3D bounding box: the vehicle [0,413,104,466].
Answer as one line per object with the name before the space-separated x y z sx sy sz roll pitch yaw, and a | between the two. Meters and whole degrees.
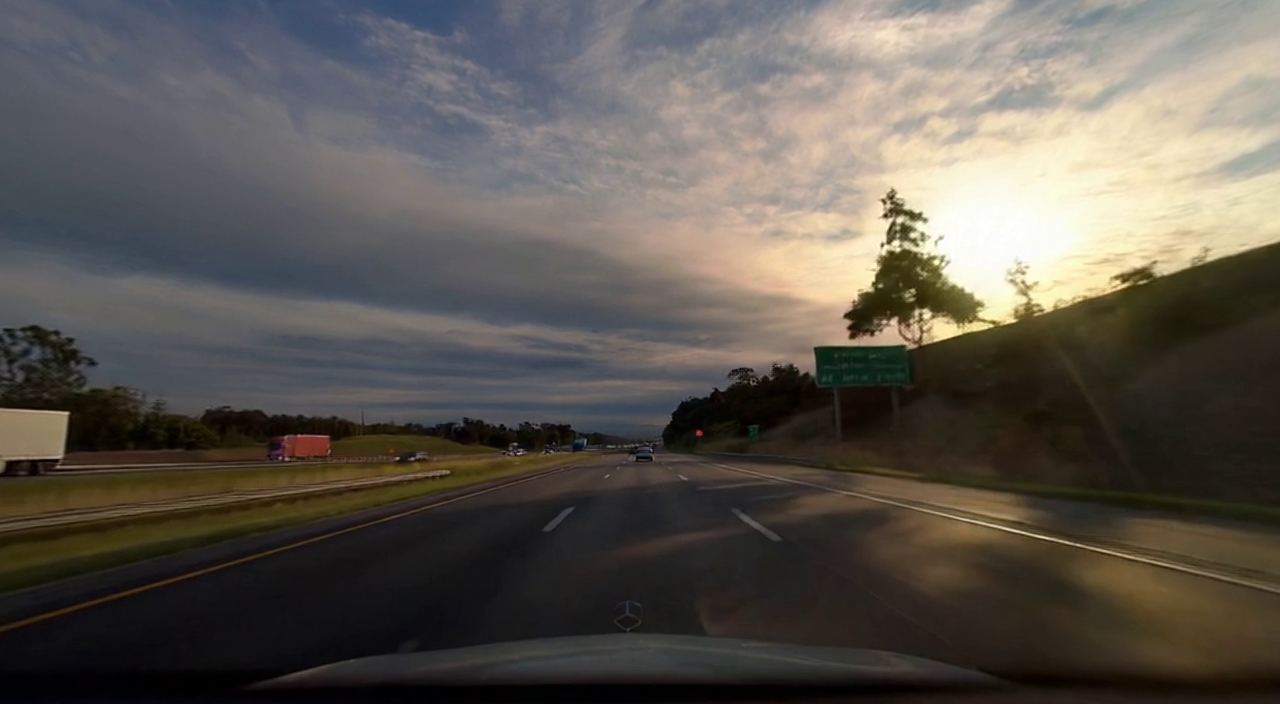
vehicle | -44.565 5.910 42.389 3.093 3.535 15.819 0 -9 0
